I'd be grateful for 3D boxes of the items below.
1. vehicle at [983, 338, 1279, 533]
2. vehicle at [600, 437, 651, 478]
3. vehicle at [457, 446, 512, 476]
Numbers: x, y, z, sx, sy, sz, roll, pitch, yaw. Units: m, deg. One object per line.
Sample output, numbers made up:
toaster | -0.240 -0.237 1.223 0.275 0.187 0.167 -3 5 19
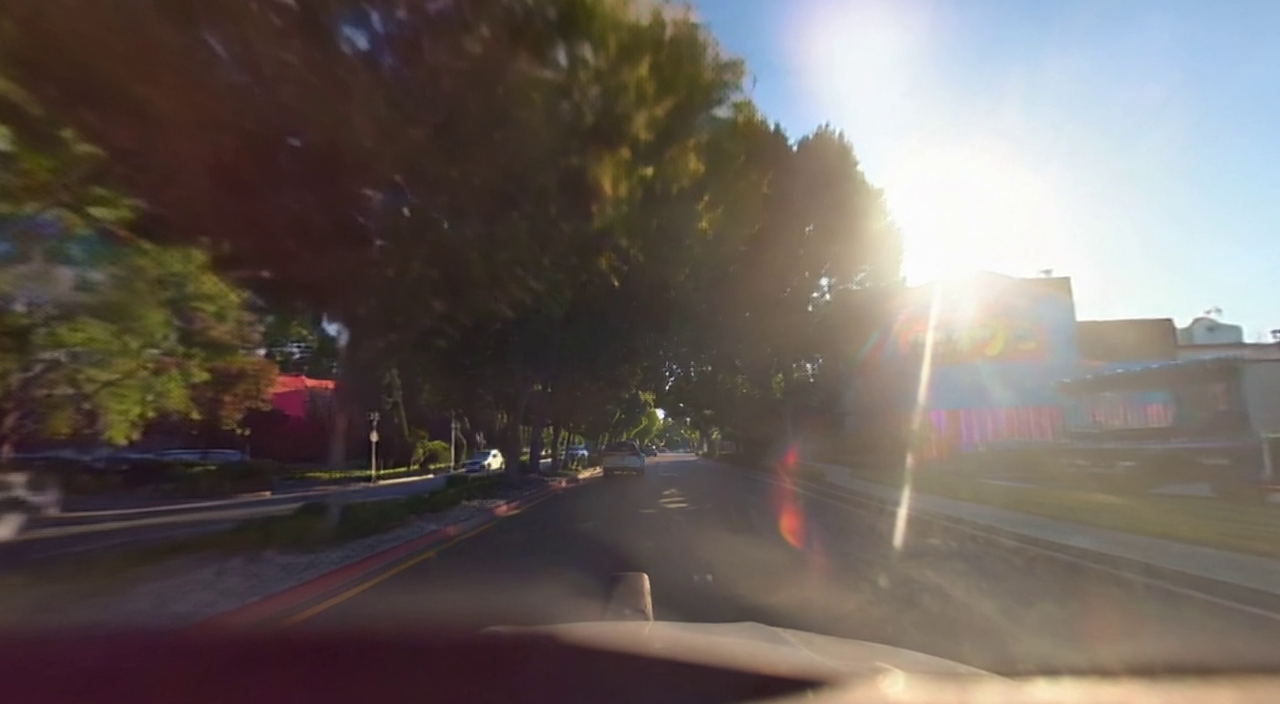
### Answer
vehicle | 13.757 2.238 17.404 2.794 3.710 10.785 -3 -8 2
vehicle | -0.584 4.833 29.171 2.129 1.713 4.314 0 -8 2
vehicle | -8.973 6.311 36.684 1.908 1.616 3.988 0 -8 4
